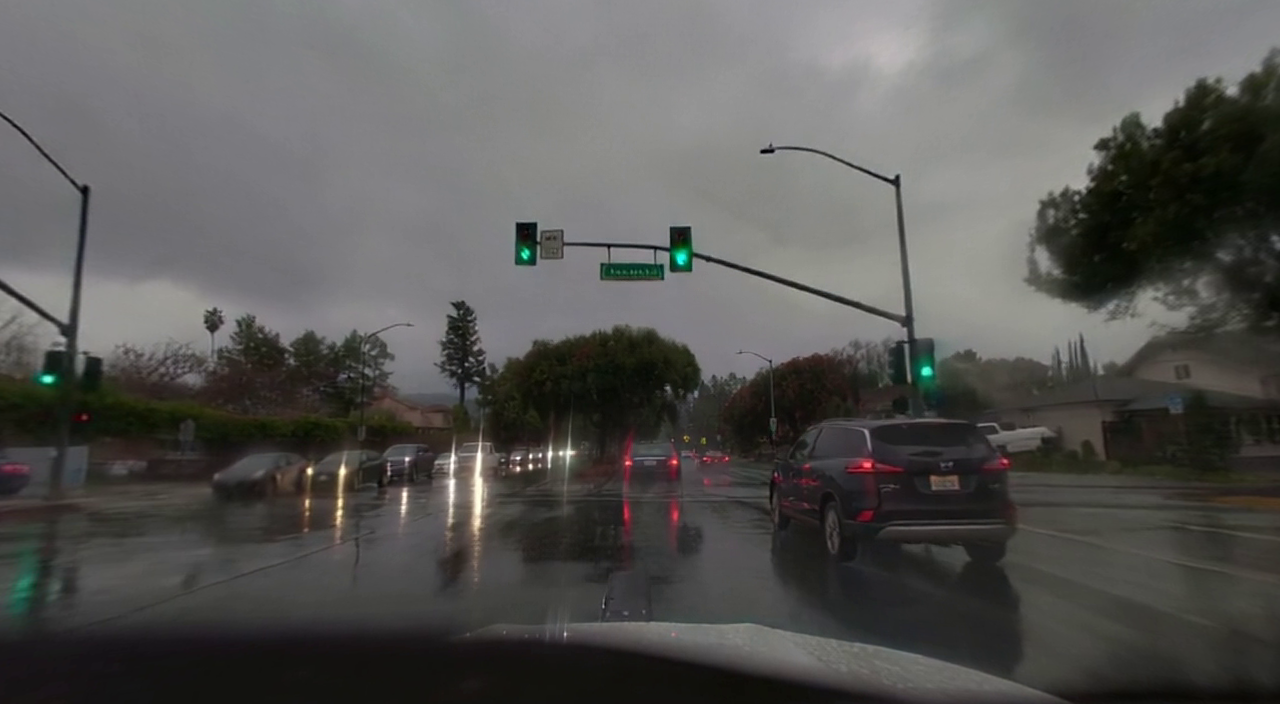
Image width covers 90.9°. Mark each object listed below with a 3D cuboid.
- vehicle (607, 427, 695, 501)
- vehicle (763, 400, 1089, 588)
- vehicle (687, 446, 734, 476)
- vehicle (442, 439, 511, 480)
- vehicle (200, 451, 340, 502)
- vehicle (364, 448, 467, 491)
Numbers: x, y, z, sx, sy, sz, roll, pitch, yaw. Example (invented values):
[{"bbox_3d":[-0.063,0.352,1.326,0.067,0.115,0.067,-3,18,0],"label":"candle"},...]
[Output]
[{"bbox_3d":[0.294,3.134,18.074,2.185,1.822,4.391,0,-8,1],"label":"vehicle"},{"bbox_3d":[3.201,1.692,8.347,2.166,1.799,4.372,0,-8,-1],"label":"vehicle"},{"bbox_3d":[3.844,6.043,35.277,2.096,1.489,4.757,0,-8,0],"label":"vehicle"},{"bbox_3d":[-8.352,5.493,32.664,2.182,1.939,4.889,0,-8,1],"label":"vehicle"},{"bbox_3d":[-12.208,4.096,21.233,1.959,1.450,4.487,0,-8,0],"label":"vehicle"},{"bbox_3d":[-8.237,4.339,23.710,2.083,1.420,4.702,0,-8,1],"label":"vehicle"}]
